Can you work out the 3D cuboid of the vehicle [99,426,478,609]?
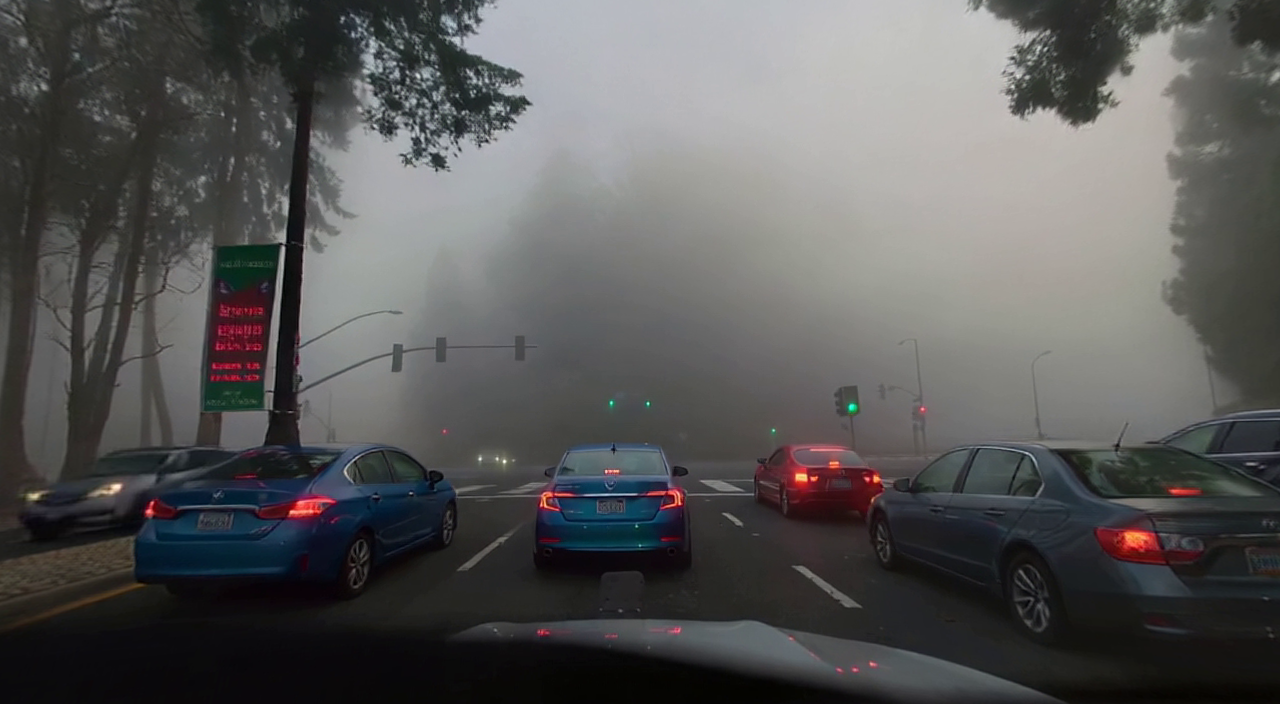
[{"bbox_3d":[-3.372,1.653,7.224,1.929,1.457,4.136,0,-9,0],"label":"vehicle"}]

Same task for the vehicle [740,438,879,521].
[{"bbox_3d":[3.397,2.614,13.492,1.852,1.498,3.825,0,-9,-1],"label":"vehicle"}]

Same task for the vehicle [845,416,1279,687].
[{"bbox_3d":[3.607,1.434,5.769,1.953,1.471,4.470,0,-9,0],"label":"vehicle"}]

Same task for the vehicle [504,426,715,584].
[{"bbox_3d":[-0.310,1.732,7.881,1.994,1.479,3.647,0,-9,-1],"label":"vehicle"}]
